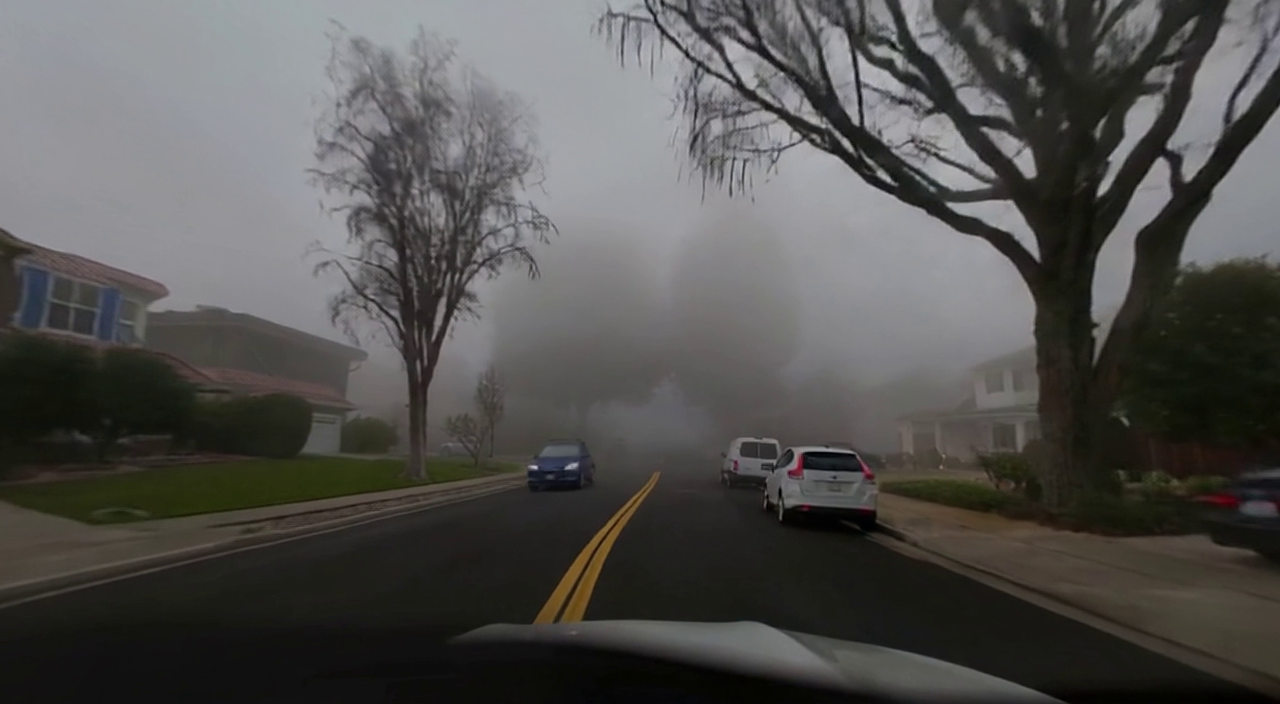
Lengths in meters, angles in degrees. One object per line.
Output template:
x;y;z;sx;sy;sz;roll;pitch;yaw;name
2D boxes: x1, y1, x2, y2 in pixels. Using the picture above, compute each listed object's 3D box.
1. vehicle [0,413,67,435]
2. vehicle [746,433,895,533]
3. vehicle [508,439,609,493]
-44.900;5.221;45.756;4.673;1.515;2.182;0;-9;3;vehicle
3.404;2.521;12.793;1.822;1.668;4.147;0;-9;1;vehicle
-2.750;4.053;22.927;2.278;1.704;5.321;-1;-9;8;vehicle
